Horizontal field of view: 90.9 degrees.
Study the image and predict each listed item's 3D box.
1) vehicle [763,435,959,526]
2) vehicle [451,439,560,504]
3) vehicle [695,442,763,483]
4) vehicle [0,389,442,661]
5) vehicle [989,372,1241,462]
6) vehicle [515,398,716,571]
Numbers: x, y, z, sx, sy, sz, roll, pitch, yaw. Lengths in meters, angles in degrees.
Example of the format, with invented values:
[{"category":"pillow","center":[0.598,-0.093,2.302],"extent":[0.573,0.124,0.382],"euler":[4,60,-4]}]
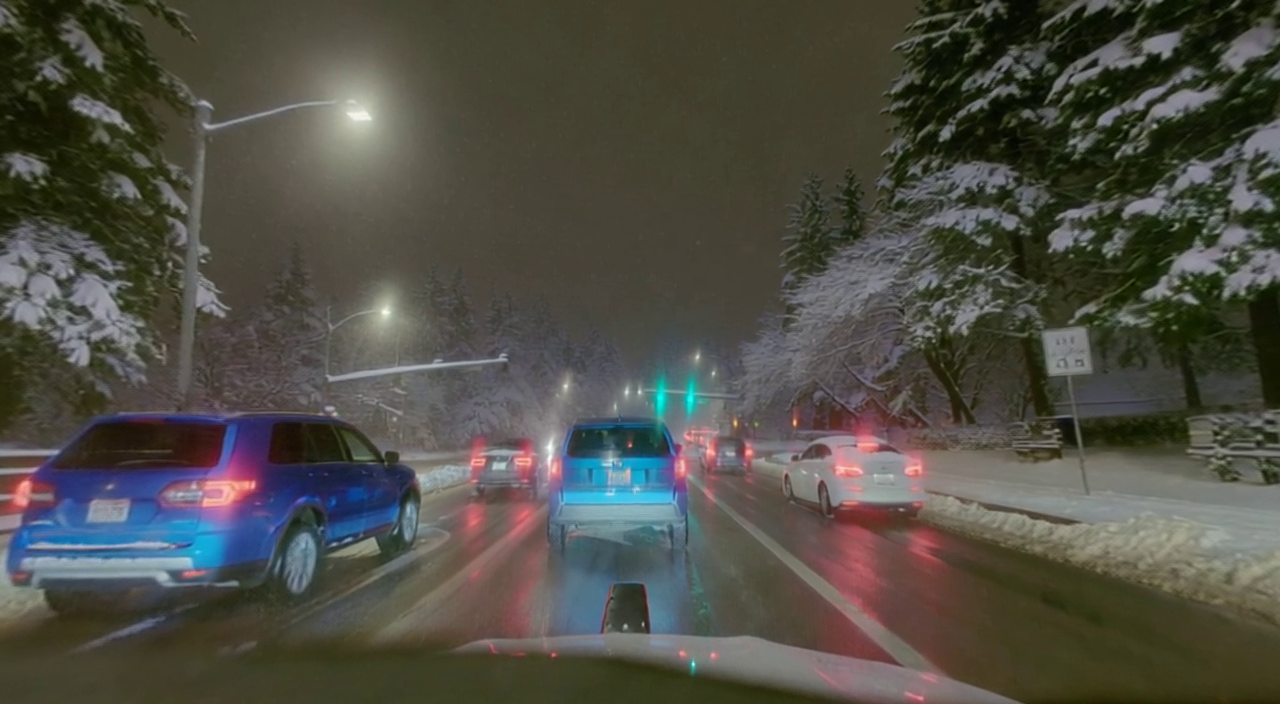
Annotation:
[{"category":"vehicle","center":[4.167,2.489,12.918],"extent":[2.036,1.480,4.659],"euler":[0,-8,-4]},{"category":"vehicle","center":[-3.393,3.094,16.755],"extent":[1.897,1.479,4.204],"euler":[0,-8,1]},{"category":"vehicle","center":[3.382,4.290,24.848],"extent":[1.996,1.443,4.270],"euler":[0,-8,-1]},{"category":"vehicle","center":[-3.698,1.413,6.206],"extent":[2.039,1.709,4.265],"euler":[0,-8,1]},{"category":"vehicle","center":[17.860,2.512,24.061],"extent":[7.314,3.230,2.680],"euler":[0,-8,-1]},{"category":"vehicle","center":[-0.246,1.736,9.007],"extent":[2.132,1.816,4.471],"euler":[0,-8,0]}]
